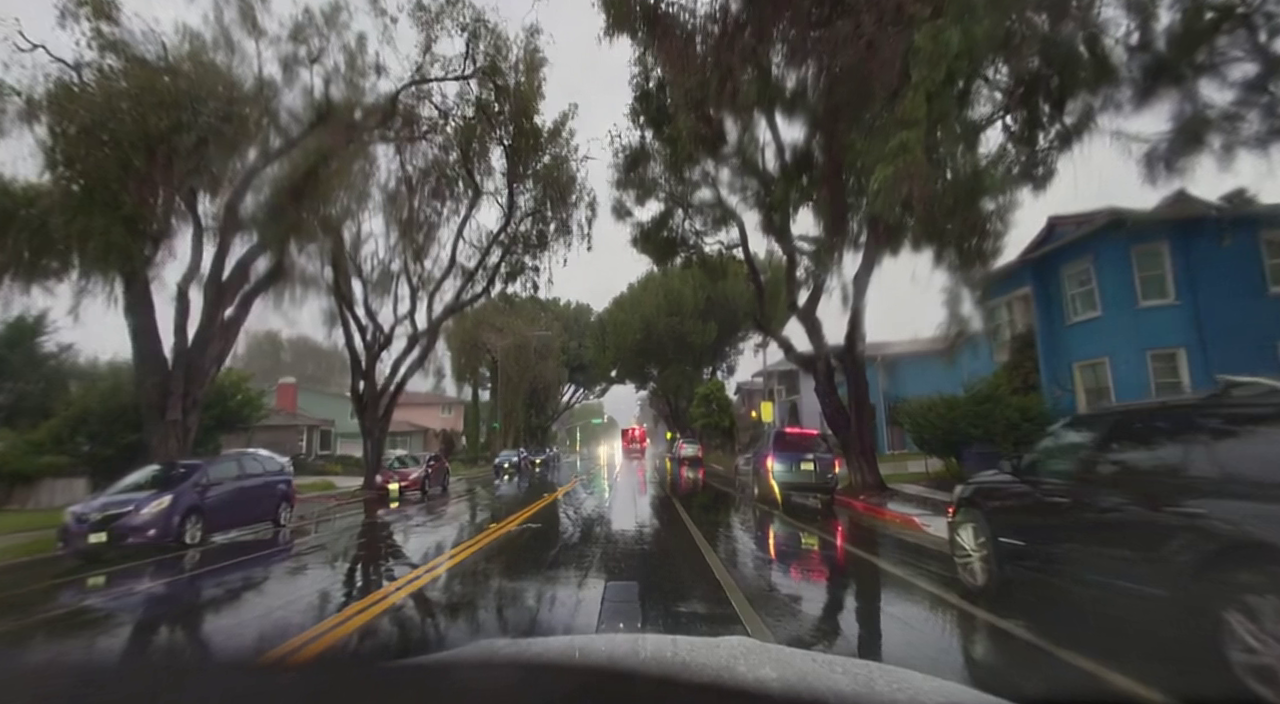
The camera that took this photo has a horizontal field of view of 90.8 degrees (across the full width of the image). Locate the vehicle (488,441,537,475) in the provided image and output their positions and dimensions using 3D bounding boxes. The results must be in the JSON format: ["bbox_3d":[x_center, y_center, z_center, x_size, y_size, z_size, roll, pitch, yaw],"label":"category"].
[{"bbox_3d":[-8.384,6.991,42.064,2.094,1.840,5.450,-7,-8,-3],"label":"vehicle"}]

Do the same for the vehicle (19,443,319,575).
[{"bbox_3d":[-8.462,2.771,12.148,1.989,1.726,5.129,-7,-9,-2],"label":"vehicle"}]

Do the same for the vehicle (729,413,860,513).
[{"bbox_3d":[3.637,2.673,15.792,2.131,1.995,4.626,3,-8,1],"label":"vehicle"}]

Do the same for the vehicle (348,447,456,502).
[{"bbox_3d":[-8.454,4.334,22.943,1.921,1.494,4.884,-6,-8,1],"label":"vehicle"}]

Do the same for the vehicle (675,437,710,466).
[{"bbox_3d":[3.811,7.356,46.804,2.060,1.833,4.927,4,-9,0],"label":"vehicle"}]

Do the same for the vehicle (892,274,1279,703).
[{"bbox_3d":[3.690,0.882,3.046,2.556,2.050,6.021,2,-8,1],"label":"vehicle"}]
